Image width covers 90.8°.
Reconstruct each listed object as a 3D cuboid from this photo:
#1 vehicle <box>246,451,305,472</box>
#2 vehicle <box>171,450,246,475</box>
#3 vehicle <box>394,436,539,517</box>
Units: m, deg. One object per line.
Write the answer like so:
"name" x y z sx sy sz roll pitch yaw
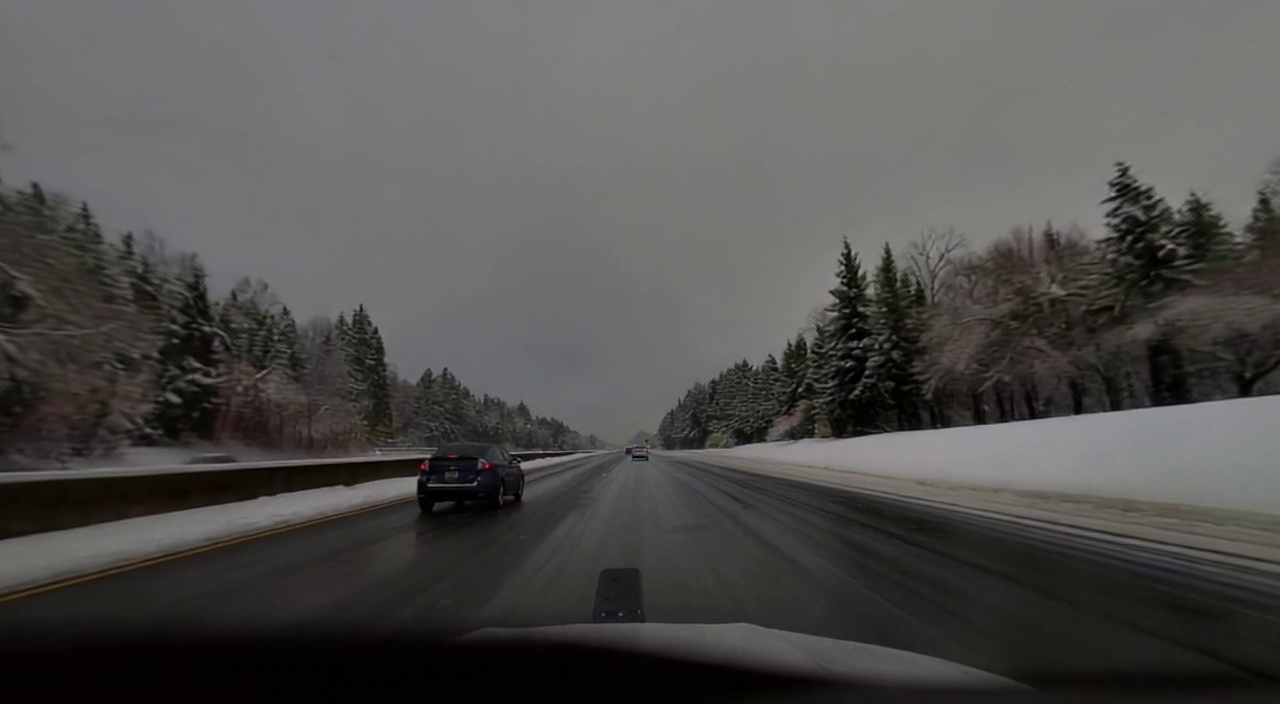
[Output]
"vehicle" -28.064 8.432 48.789 1.799 1.513 4.499 0 -9 1
"vehicle" -32.550 8.312 47.831 1.999 1.728 5.171 0 -9 0
"vehicle" -3.682 2.727 14.361 2.050 1.547 4.266 0 -9 0
